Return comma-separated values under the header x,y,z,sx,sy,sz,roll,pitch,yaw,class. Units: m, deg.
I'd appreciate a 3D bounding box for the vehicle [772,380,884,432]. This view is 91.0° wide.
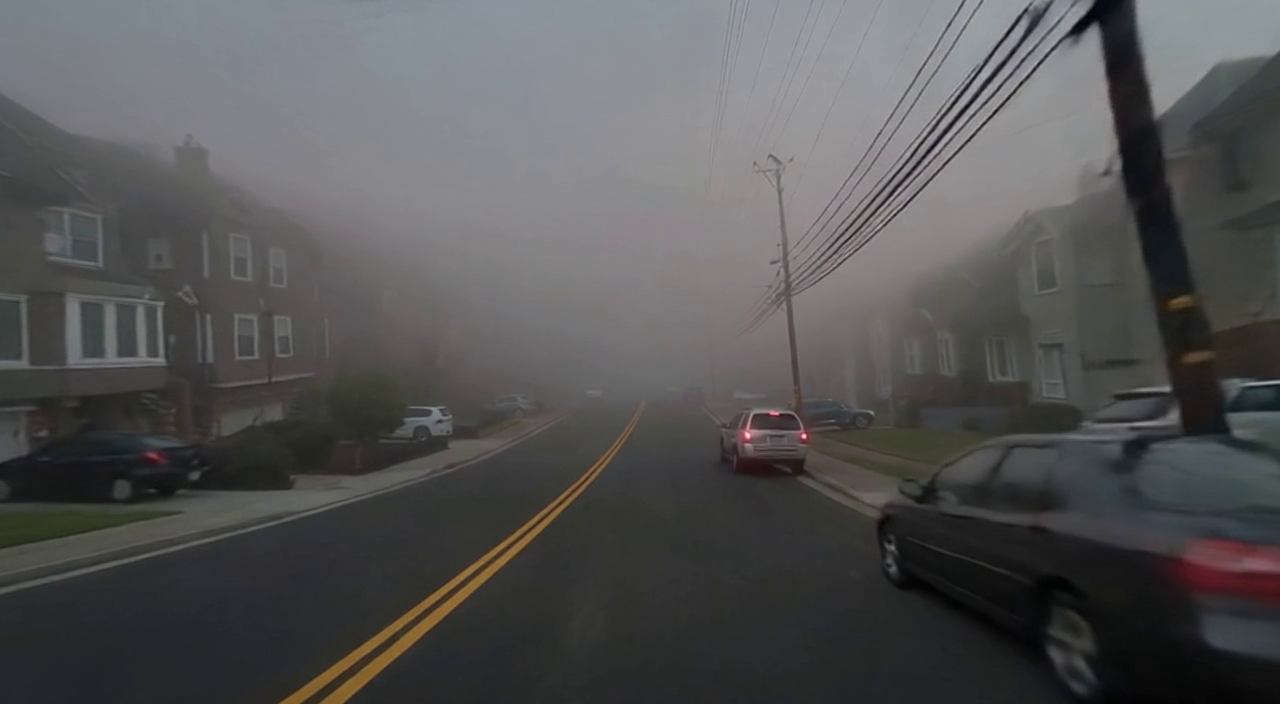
x,y,z,sx,sy,sz,roll,pitch,yaw,class
9.069,2.679,30.688,4.622,1.826,2.065,-8,-8,1,vehicle

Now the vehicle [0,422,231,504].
x,y,z,sx,sy,sz,roll,pitch,yaw,class
-11.825,2.410,13.909,4.236,1.654,1.745,0,-8,-4,vehicle

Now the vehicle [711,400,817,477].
x,y,z,sx,sy,sz,roll,pitch,yaw,class
3.515,2.440,18.867,2.211,1.860,4.813,0,-3,0,vehicle

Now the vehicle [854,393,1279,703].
x,y,z,sx,sy,sz,roll,pitch,yaw,class
3.112,1.160,4.129,2.063,1.503,4.415,-1,-8,3,vehicle

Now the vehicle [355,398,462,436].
x,y,z,sx,sy,sz,roll,pitch,yaw,class
-11.520,3.289,31.469,4.525,1.797,2.024,-1,-8,5,vehicle
